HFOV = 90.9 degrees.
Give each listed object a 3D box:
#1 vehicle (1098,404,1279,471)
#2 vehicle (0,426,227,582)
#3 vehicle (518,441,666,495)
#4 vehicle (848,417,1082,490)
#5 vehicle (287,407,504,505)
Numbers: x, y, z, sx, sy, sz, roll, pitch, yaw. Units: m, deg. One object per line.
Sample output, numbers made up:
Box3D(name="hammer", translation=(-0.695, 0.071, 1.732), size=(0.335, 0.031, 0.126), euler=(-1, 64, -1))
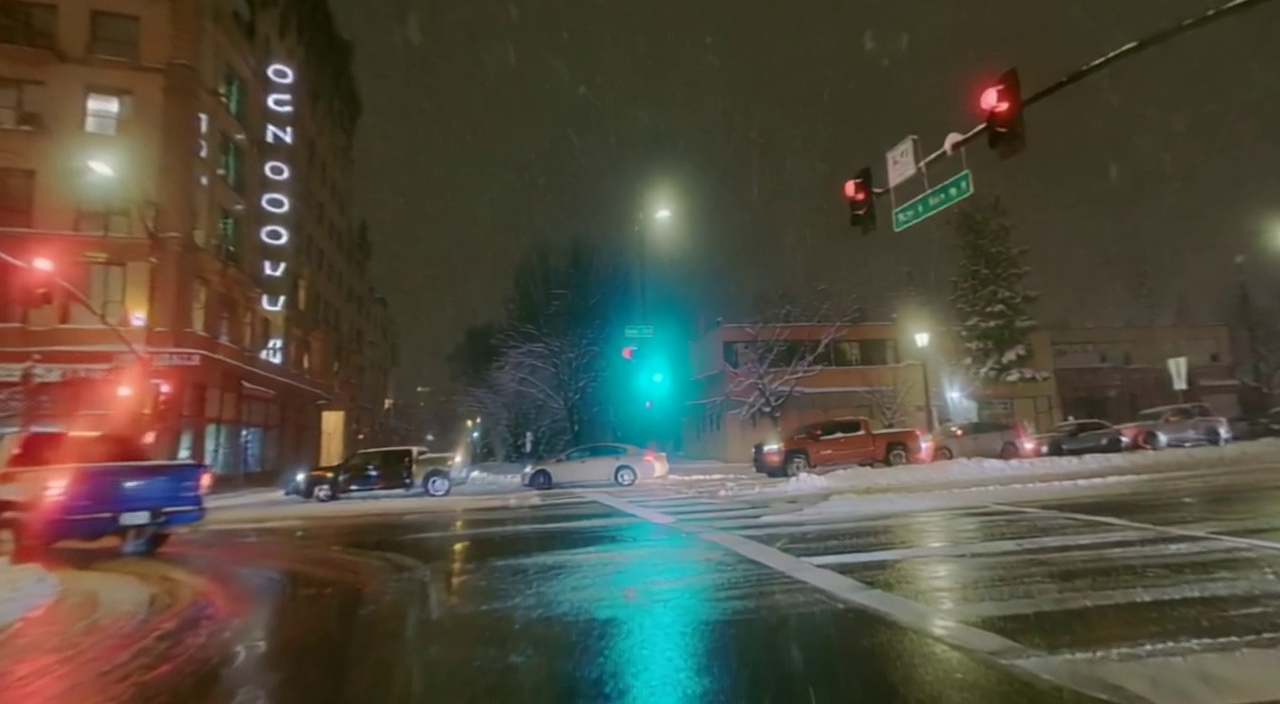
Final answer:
Box3D(name="vehicle", translation=(14.457, 2.200, 16.210), size=(4.390, 1.552, 1.925), euler=(2, -9, -16))
Box3D(name="vehicle", translation=(-10.055, 2.347, 10.704), size=(5.534, 2.020, 2.477), euler=(-4, -9, 26))
Box3D(name="vehicle", translation=(-1.592, 3.657, 20.218), size=(4.515, 1.583, 1.920), euler=(1, -8, -10))
Box3D(name="vehicle", translation=(7.398, 2.292, 14.485), size=(4.600, 1.506, 1.878), euler=(2, -8, -15))
Box3D(name="vehicle", translation=(-7.712, 3.364, 20.760), size=(6.182, 2.913, 2.526), euler=(1, -8, -11))
